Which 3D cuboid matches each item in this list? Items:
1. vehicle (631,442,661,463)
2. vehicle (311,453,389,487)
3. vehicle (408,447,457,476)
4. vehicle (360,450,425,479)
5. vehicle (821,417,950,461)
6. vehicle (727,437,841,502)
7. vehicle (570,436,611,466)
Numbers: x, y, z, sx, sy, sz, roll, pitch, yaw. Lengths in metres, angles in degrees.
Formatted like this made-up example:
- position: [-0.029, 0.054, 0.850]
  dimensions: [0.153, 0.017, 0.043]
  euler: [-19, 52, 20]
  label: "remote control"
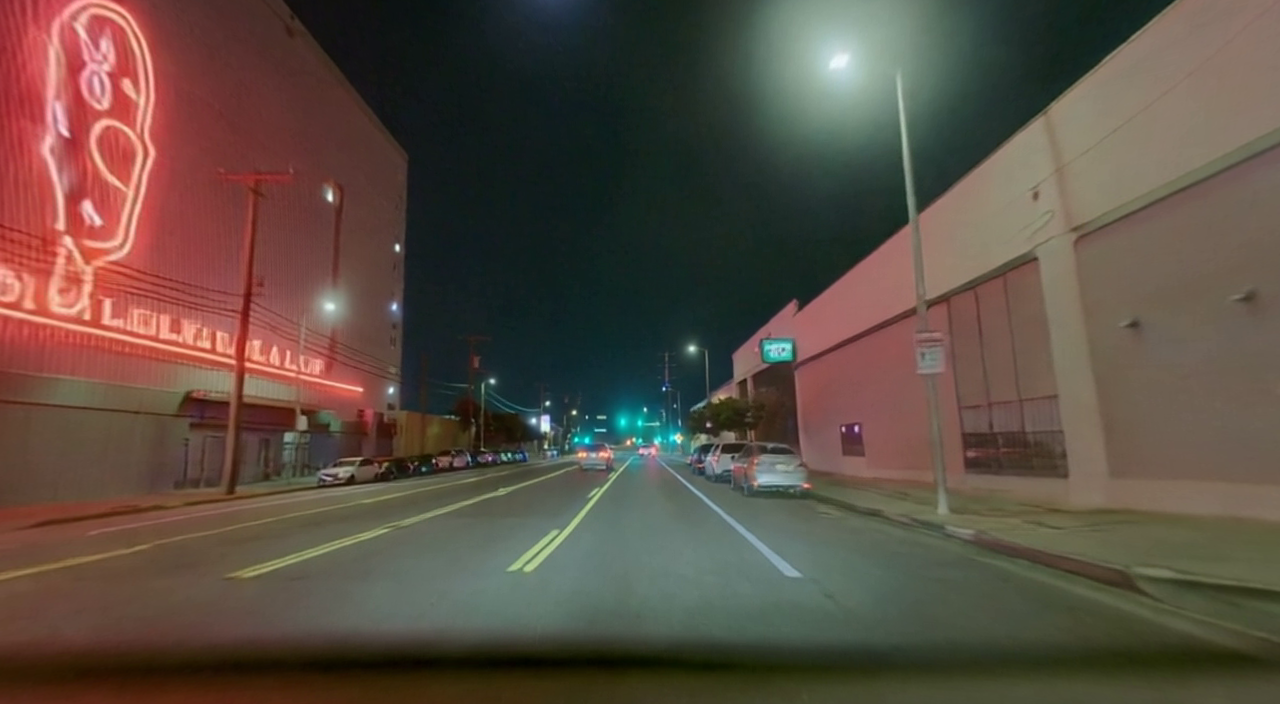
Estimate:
- position: [0.446, 7.411, 46.805]
  dimensions: [2.099, 1.470, 4.270]
  euler: [0, -8, 0]
  label: "vehicle"
- position: [-15.309, 6.222, 33.634]
  dimensions: [1.883, 1.493, 4.880]
  euler: [-2, -8, 0]
  label: "vehicle"
- position: [-15.141, 7.992, 46.434]
  dimensions: [2.020, 1.695, 4.629]
  euler: [-8, -7, -2]
  label: "vehicle"
- position: [-15.331, 6.981, 39.413]
  dimensions: [2.076, 1.518, 4.981]
  euler: [-2, -8, 0]
  label: "vehicle"
- position: [12.687, 4.514, 32.947]
  dimensions: [5.603, 1.659, 2.393]
  euler: [-5, -7, -3]
  label: "vehicle"
- position: [3.840, 3.224, 17.873]
  dimensions: [2.042, 1.487, 5.033]
  euler: [2, -8, 0]
  label: "vehicle"
- position: [-3.269, 6.659, 42.710]
  dimensions: [2.348, 1.831, 4.737]
  euler: [0, -8, 0]
  label: "vehicle"
